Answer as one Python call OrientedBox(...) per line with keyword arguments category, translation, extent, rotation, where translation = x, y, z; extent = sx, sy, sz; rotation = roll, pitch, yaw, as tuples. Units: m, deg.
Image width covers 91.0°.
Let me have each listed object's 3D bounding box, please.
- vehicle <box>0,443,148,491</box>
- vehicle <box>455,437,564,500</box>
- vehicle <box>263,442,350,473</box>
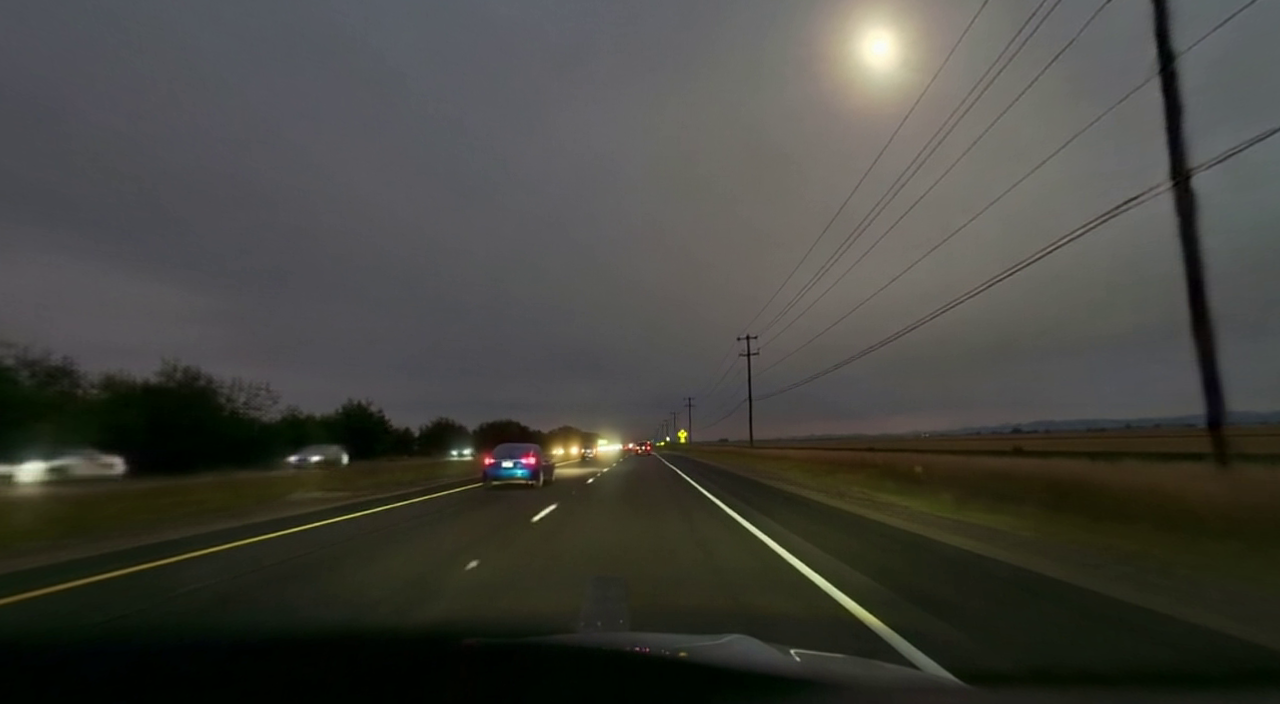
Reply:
OrientedBox(category="vehicle", translation=(-24.966, 4.930, 27.439), extent=(2.182, 1.824, 6.035), rotation=(0, -9, 0))
OrientedBox(category="vehicle", translation=(-3.676, 3.383, 18.755), extent=(2.120, 1.597, 4.810), rotation=(0, -9, 1))
OrientedBox(category="vehicle", translation=(-20.714, 6.578, 39.485), extent=(2.218, 1.811, 5.782), rotation=(0, -9, 0))
